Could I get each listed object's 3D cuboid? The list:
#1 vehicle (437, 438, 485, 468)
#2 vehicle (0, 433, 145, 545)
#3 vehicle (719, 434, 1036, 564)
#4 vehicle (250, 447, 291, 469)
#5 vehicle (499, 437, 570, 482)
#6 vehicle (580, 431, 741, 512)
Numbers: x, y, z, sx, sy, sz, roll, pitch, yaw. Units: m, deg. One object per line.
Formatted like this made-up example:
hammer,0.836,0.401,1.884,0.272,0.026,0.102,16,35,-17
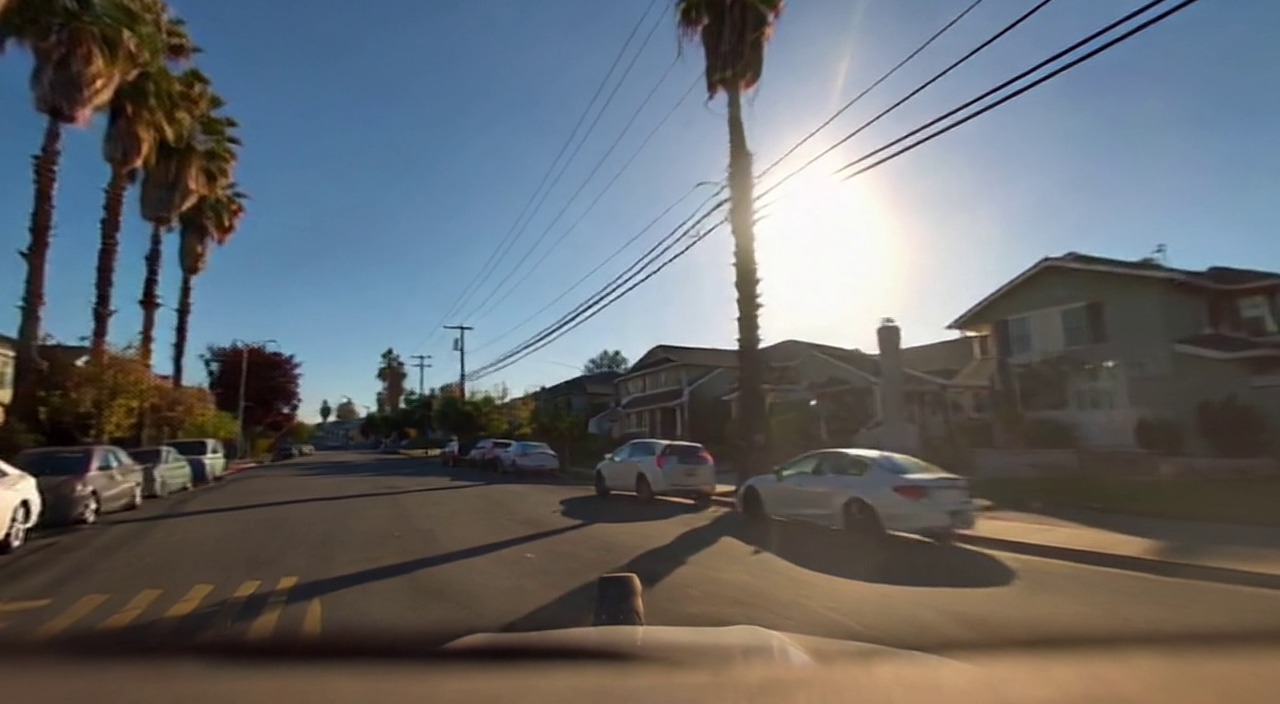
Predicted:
vehicle,-11.912,6.622,41.809,2.115,1.826,4.871,4,-9,-26
vehicle,-11.064,2.416,11.814,1.919,1.678,4.385,0,-6,-26
vehicle,3.137,1.988,9.502,1.786,1.437,4.448,3,-9,-24
vehicle,-27.172,7.755,46.571,2.013,1.483,4.645,3,-9,-23
vehicle,-4.494,4.419,26.407,1.894,1.675,4.294,3,-9,-23
vehicle,0.300,2.771,15.299,1.943,1.623,4.471,4,-9,-27
